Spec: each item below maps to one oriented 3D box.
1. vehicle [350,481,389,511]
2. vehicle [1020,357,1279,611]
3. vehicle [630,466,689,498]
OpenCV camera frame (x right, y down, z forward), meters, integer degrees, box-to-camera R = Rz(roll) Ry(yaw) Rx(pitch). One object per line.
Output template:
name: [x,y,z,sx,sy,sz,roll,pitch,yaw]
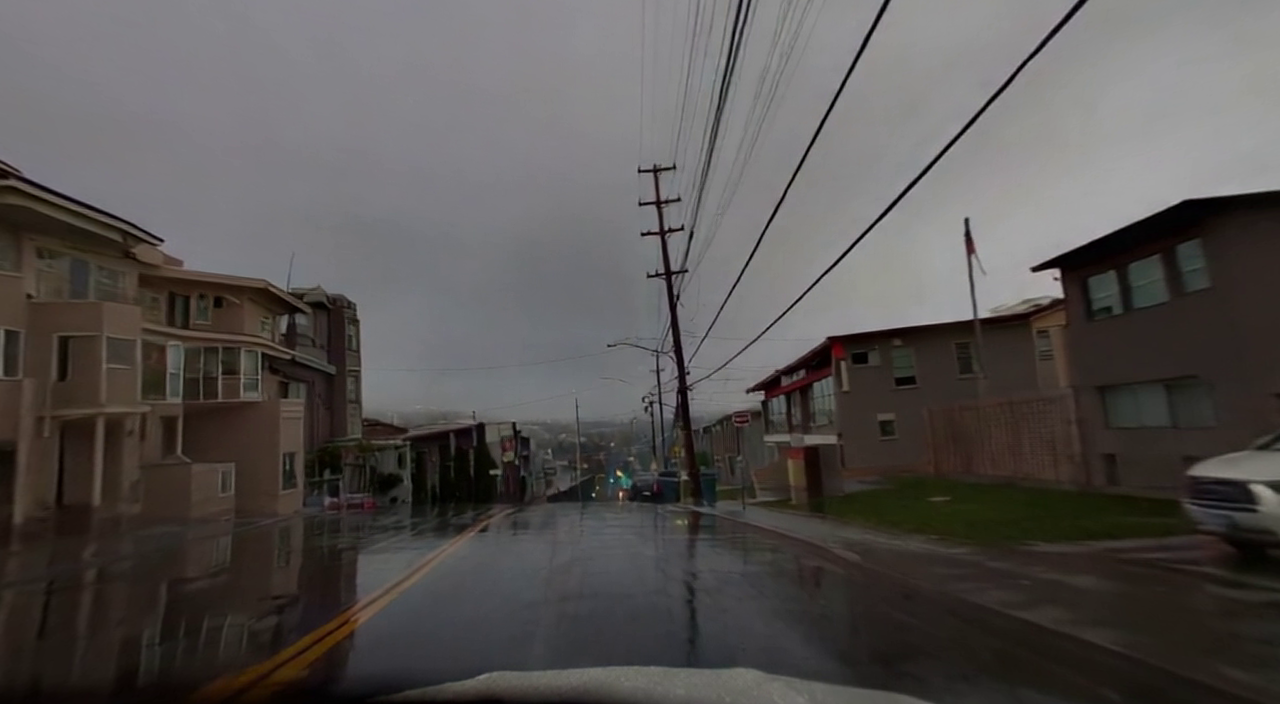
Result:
vehicle: [-17.150,9.053,39.915,1.994,1.515,4.385,4,-9,-25]
vehicle: [7.264,0.930,6.074,5.578,1.842,2.300,-6,-11,-3]
vehicle: [1.237,8.864,43.446,2.184,1.885,5.343,3,-9,-20]
